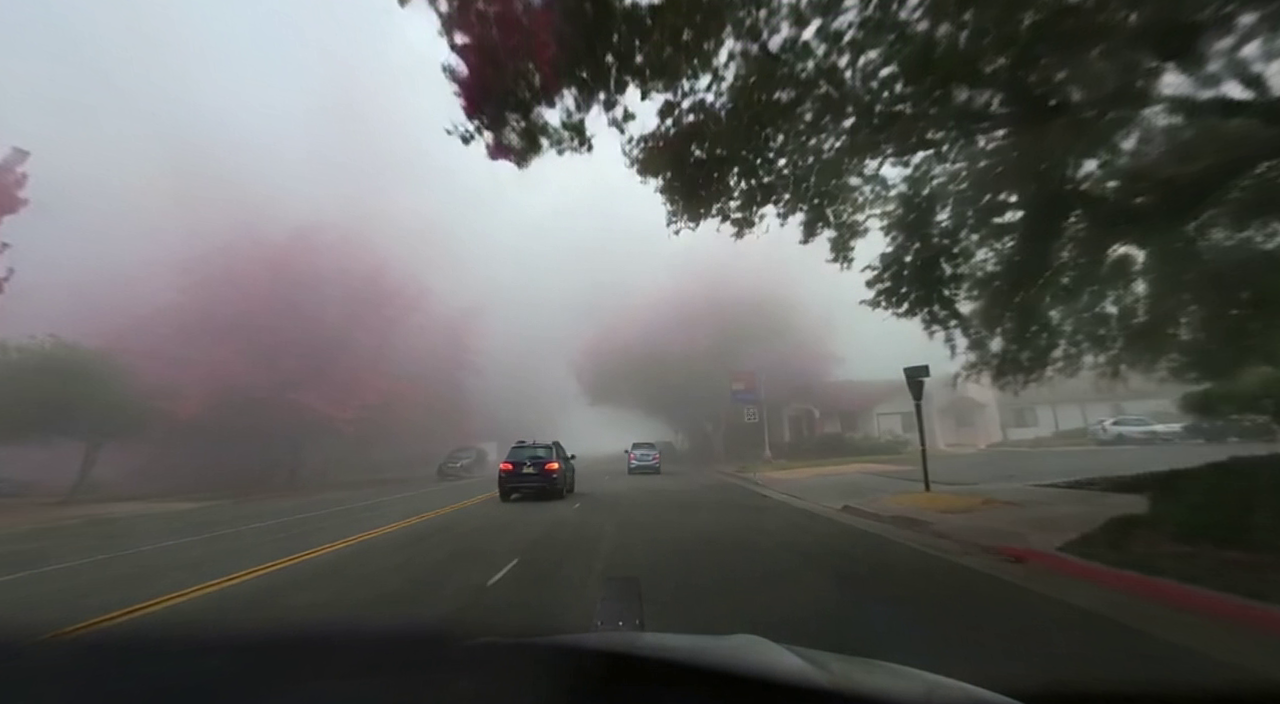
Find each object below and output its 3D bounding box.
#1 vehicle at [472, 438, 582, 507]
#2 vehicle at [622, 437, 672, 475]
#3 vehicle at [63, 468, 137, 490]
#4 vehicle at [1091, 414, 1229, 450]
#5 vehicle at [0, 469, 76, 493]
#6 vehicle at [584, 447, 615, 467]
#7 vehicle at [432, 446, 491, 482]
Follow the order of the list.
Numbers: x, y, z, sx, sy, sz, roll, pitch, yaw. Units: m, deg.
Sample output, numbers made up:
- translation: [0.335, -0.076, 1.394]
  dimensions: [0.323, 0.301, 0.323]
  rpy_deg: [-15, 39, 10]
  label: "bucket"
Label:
- translation: [-2.945, 3.248, 17.489]
  dimensions: [2.167, 1.634, 4.220]
  rpy_deg: [0, -9, 1]
  label: "vehicle"
- translation: [0.316, 5.336, 32.553]
  dimensions: [2.376, 1.801, 4.317]
  rpy_deg: [0, -9, 0]
  label: "vehicle"
- translation: [-42.086, 9.877, 49.287]
  dimensions: [4.089, 1.565, 1.759]
  rpy_deg: [0, -9, 0]
  label: "vehicle"
- translation: [23.124, 3.631, 28.394]
  dimensions: [1.987, 1.465, 4.819]
  rpy_deg: [0, -9, -2]
  label: "vehicle"
- translation: [-42.570, 8.989, 44.109]
  dimensions: [4.605, 1.522, 1.819]
  rpy_deg: [0, -9, 0]
  label: "vehicle"
- translation: [-2.996, 7.900, 47.887]
  dimensions: [2.001, 1.431, 4.389]
  rpy_deg: [0, -9, 0]
  label: "vehicle"
- translation: [-9.562, 6.000, 34.211]
  dimensions: [2.028, 1.825, 4.208]
  rpy_deg: [0, -9, -1]
  label: "vehicle"
